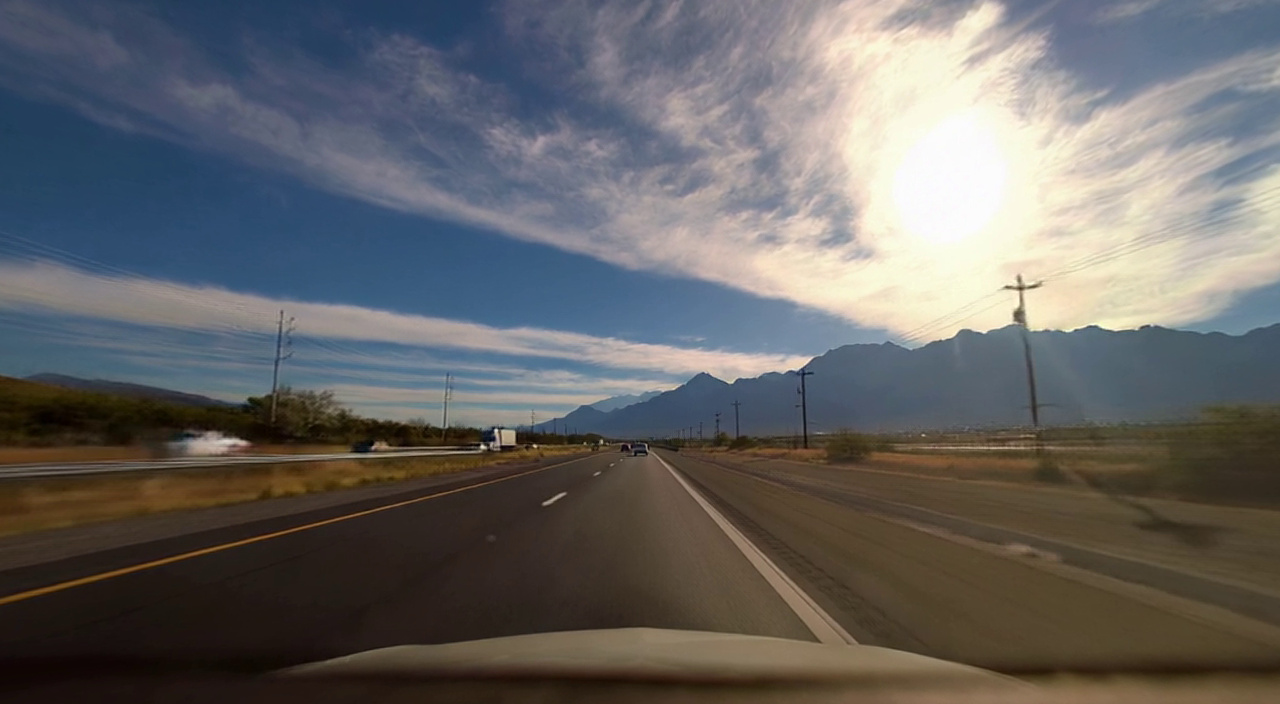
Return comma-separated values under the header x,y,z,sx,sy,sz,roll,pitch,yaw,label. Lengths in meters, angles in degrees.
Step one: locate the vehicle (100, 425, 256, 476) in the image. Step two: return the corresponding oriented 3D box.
x,y,z,sx,sy,sz,roll,pitch,yaw,label
-21.079,4.560,29.265,2.456,2.091,6.163,0,-8,1,vehicle
